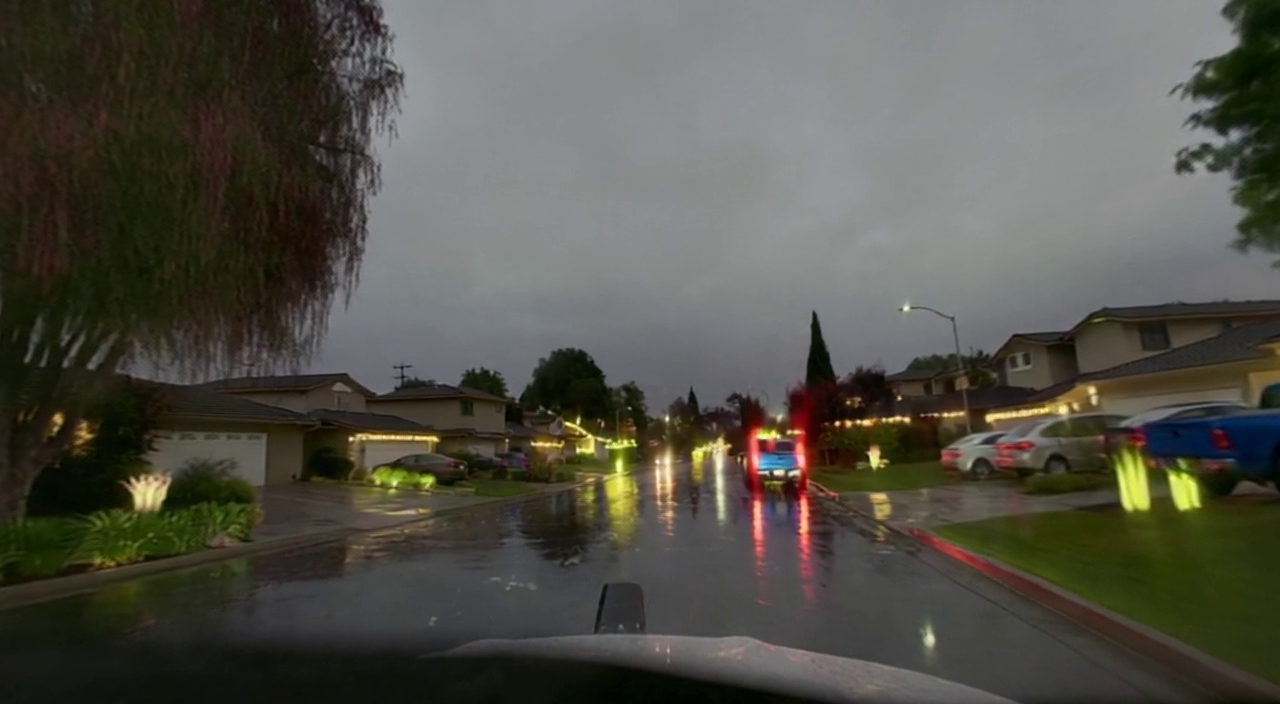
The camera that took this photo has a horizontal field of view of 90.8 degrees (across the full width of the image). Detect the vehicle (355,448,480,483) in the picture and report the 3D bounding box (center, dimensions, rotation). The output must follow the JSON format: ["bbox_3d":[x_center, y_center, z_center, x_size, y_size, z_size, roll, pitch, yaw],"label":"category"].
[{"bbox_3d":[-9.845,5.028,28.144,4.916,1.485,1.807,-1,-8,6],"label":"vehicle"}]

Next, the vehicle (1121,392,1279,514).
[{"bbox_3d":[10.264,1.275,9.268,4.554,1.515,1.858,-9,-10,11],"label":"vehicle"}]

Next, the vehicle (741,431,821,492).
[{"bbox_3d":[5.266,4.059,23.873,2.552,2.024,5.414,-2,-8,11],"label":"vehicle"}]
